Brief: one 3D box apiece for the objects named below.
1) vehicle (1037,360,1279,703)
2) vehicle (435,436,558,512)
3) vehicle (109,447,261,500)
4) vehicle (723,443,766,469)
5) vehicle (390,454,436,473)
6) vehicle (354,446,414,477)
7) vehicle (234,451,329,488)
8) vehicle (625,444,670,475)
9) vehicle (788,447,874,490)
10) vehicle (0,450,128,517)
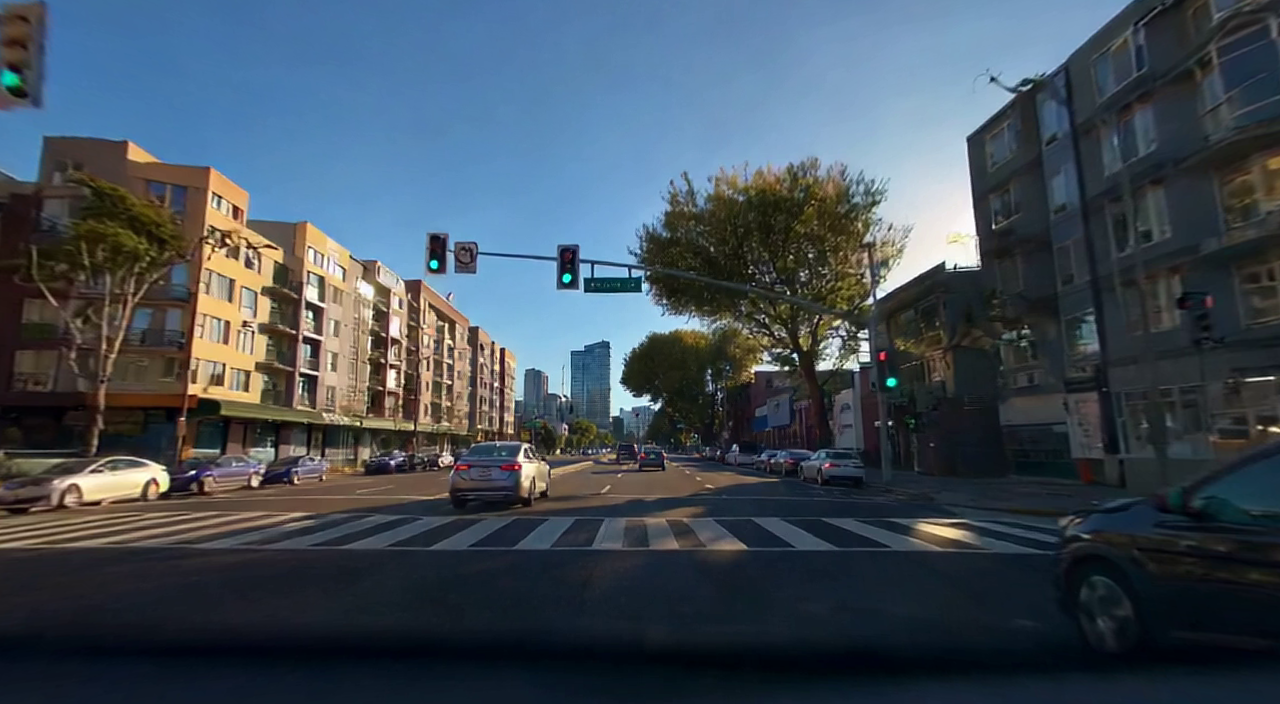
[{"bbox_3d":[3.260,0.753,1.557,1.987,1.637,3.896,0,-9,0],"label":"vehicle"},{"bbox_3d":[-3.166,2.775,14.817,1.860,1.510,4.073,0,-9,1],"label":"vehicle"},{"bbox_3d":[-16.970,4.495,23.913,2.121,1.678,4.936,-2,-8,0],"label":"vehicle"},{"bbox_3d":[7.377,7.417,45.176,2.207,1.789,5.099,0,-9,0],"label":"vehicle"},{"bbox_3d":[-16.632,8.158,46.358,1.668,1.298,4.337,0,-9,1],"label":"vehicle"},{"bbox_3d":[-16.645,7.090,41.194,2.089,1.756,4.486,-2,-8,-1],"label":"vehicle"},{"bbox_3d":[-16.977,5.544,30.136,1.915,1.497,4.445,-2,-8,1],"label":"vehicle"},{"bbox_3d":[0.390,5.353,31.636,2.103,1.468,4.094,0,-9,1],"label":"vehicle"},{"bbox_3d":[7.229,4.433,24.409,1.880,1.451,4.958,0,-9,1],"label":"vehicle"},{"bbox_3d":[-17.160,3.613,17.727,1.910,1.638,4.198,0,-9,1],"label":"vehicle"}]
